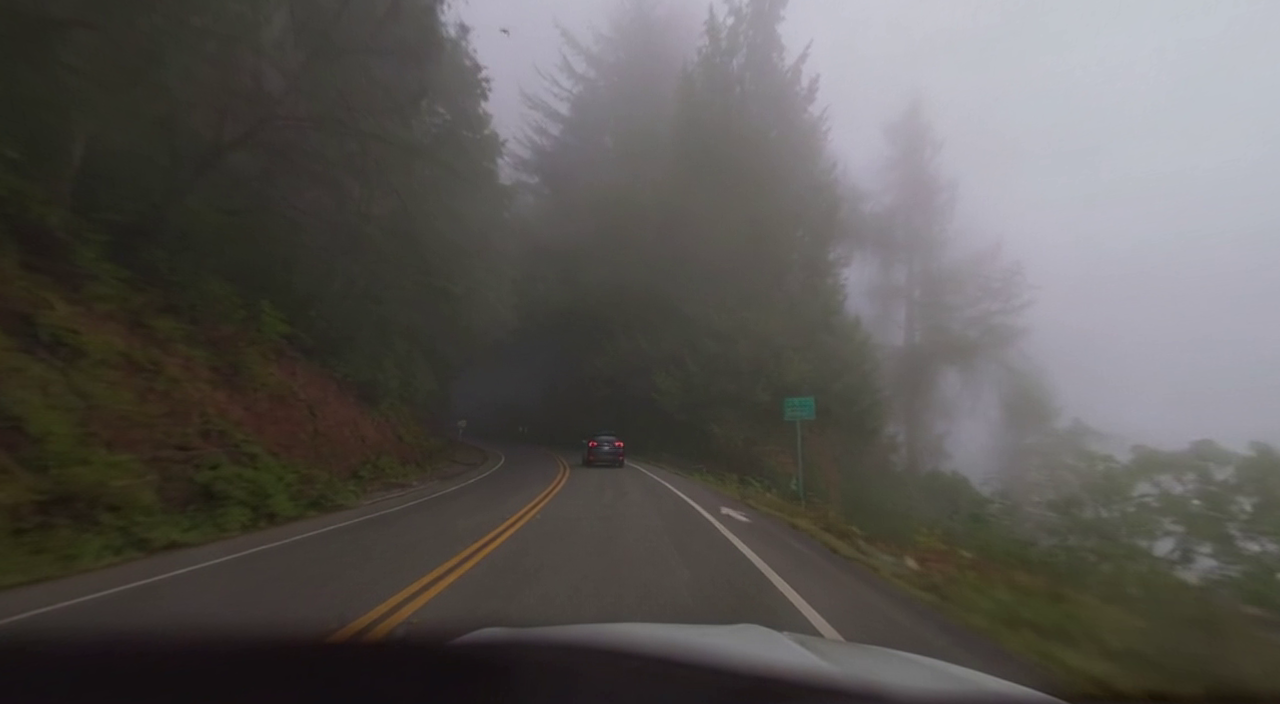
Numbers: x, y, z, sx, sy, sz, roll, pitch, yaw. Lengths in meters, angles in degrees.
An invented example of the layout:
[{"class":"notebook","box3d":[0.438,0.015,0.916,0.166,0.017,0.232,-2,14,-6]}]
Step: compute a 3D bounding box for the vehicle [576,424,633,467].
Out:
[{"class":"vehicle","box3d":[-1.894,4.708,31.693,2.469,1.953,5.605,1,-9,-7]}]
